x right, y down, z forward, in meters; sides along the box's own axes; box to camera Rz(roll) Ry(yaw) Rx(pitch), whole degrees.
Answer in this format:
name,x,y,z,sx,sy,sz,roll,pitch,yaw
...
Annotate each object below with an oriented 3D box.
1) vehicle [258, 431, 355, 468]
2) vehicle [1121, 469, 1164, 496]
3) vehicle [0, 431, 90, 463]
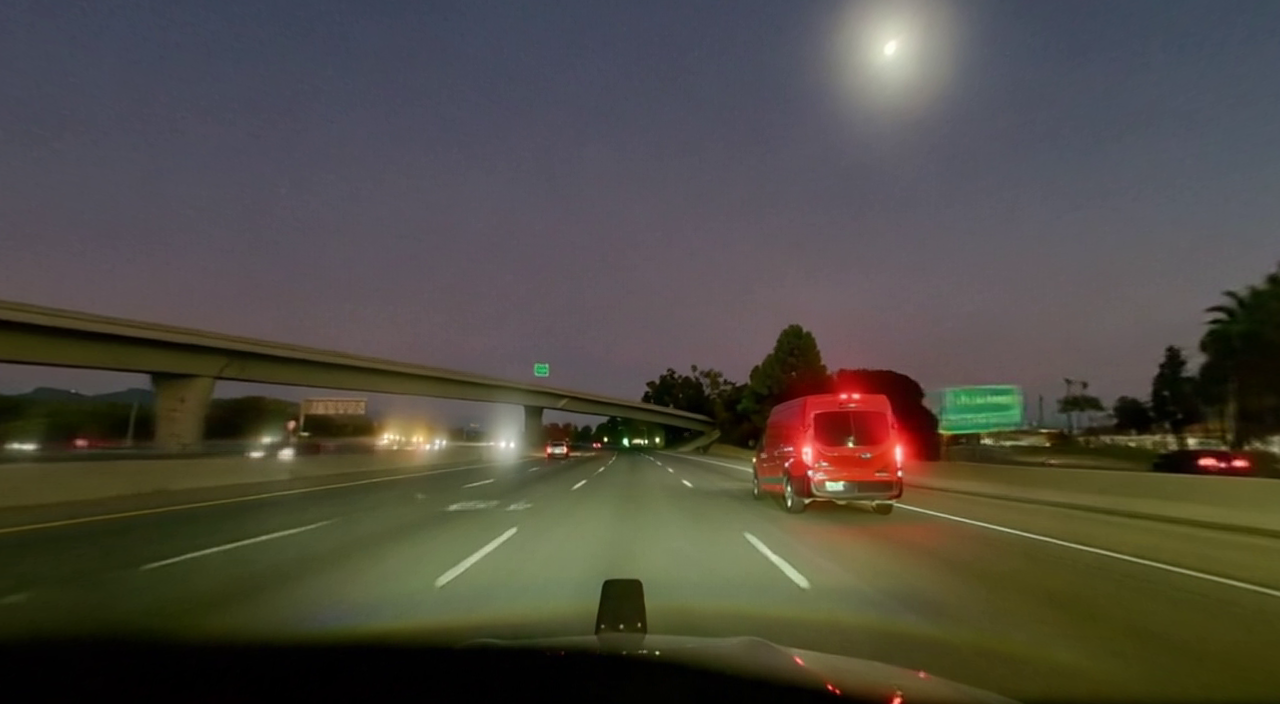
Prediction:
name,x,y,z,sx,sy,sz,roll,pitch,yaw
vehicle,-16.235,4.788,30.920,1.967,1.669,5.209,0,-8,0
vehicle,37.700,9.705,47.066,2.115,1.724,4.226,-7,-11,41
vehicle,-36.573,5.768,38.137,2.127,1.828,4.972,1,-8,-6
